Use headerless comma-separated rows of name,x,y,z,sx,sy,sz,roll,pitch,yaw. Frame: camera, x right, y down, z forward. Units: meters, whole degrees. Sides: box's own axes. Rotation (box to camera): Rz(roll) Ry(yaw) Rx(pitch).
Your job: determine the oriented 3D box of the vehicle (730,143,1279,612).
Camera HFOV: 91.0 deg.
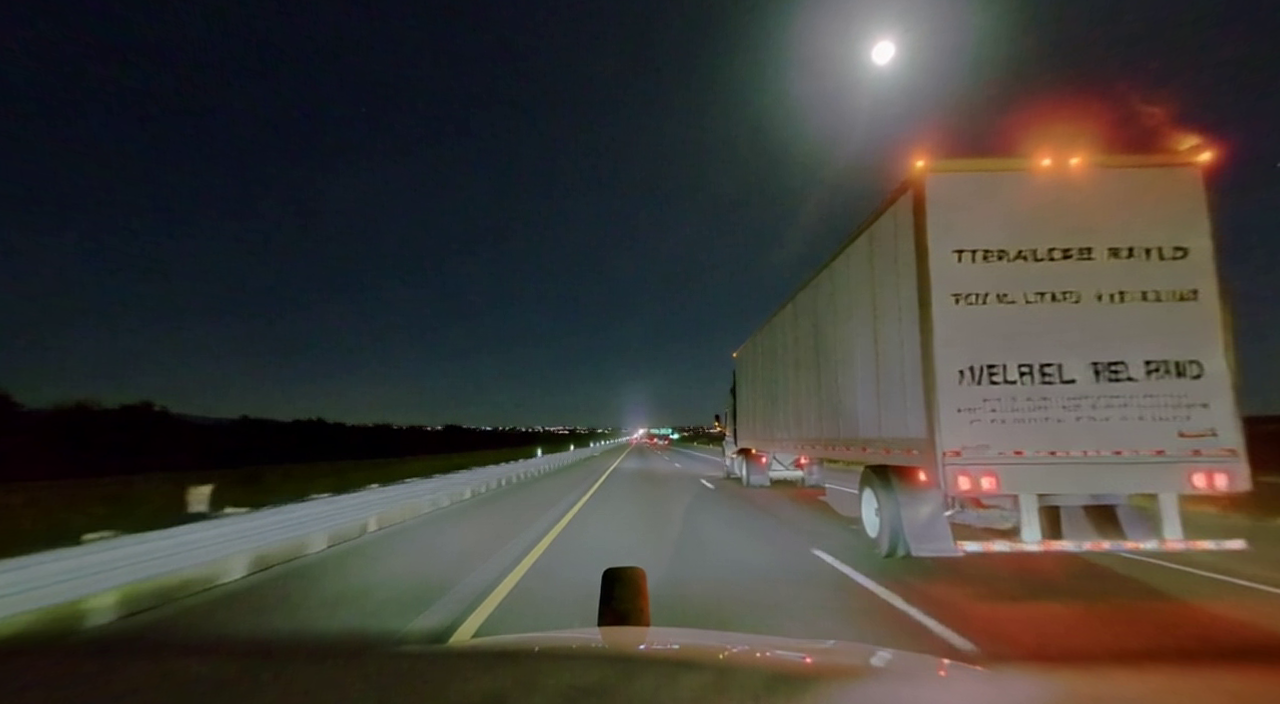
vehicle,4.198,1.122,12.475,3.006,4.093,14.142,0,-8,1
